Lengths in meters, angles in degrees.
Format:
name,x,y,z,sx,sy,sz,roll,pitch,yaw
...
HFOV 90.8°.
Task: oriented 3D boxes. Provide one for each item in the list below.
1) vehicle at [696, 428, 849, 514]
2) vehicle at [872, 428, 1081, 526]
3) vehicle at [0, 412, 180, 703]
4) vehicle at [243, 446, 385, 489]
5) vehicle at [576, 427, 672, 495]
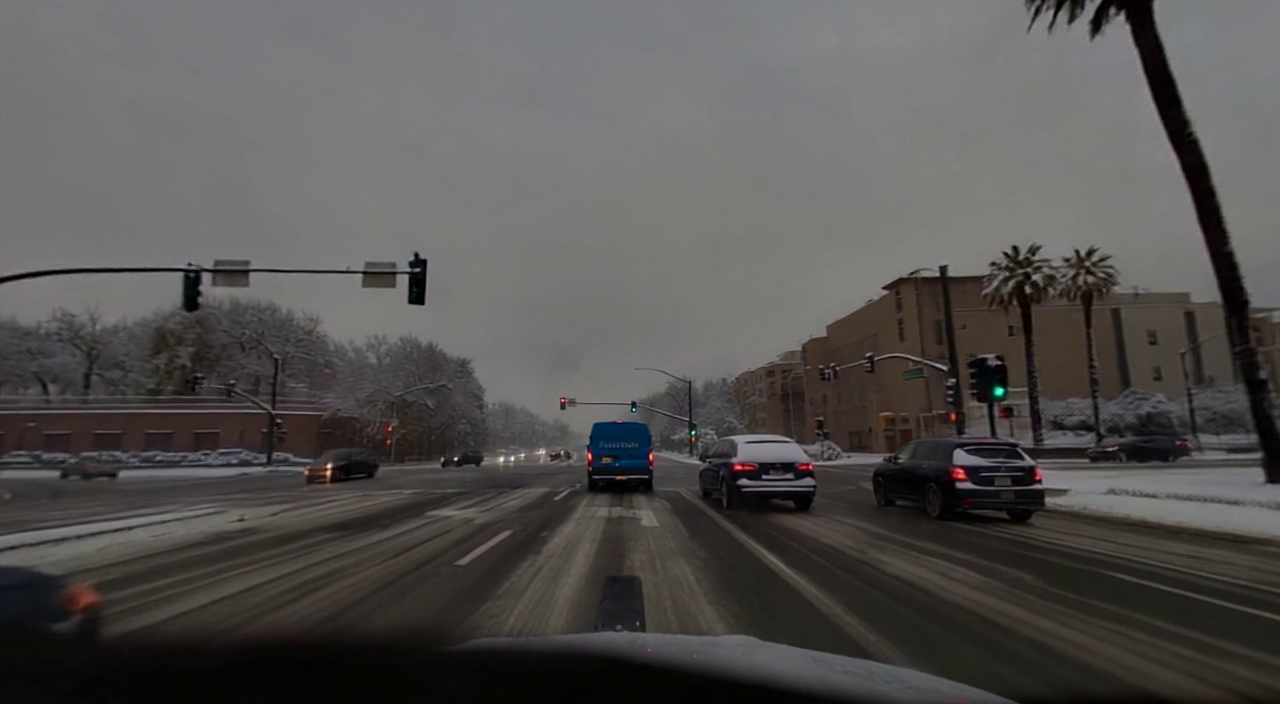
name,x,y,z,sx,sy,sz,roll,pitch,yaw
vehicle,2.933,2.806,15.414,2.462,1.736,4.899,0,-9,-3
vehicle,7.088,2.654,14.010,2.023,1.771,4.488,0,-9,-2
vehicle,-3.430,0.735,0.936,1.997,1.430,4.655,0,-9,0
vehicle,-13.245,4.712,25.866,4.681,1.653,2.109,-1,-9,5
vehicle,-0.606,3.685,21.703,2.848,1.991,5.706,0,-9,-2
